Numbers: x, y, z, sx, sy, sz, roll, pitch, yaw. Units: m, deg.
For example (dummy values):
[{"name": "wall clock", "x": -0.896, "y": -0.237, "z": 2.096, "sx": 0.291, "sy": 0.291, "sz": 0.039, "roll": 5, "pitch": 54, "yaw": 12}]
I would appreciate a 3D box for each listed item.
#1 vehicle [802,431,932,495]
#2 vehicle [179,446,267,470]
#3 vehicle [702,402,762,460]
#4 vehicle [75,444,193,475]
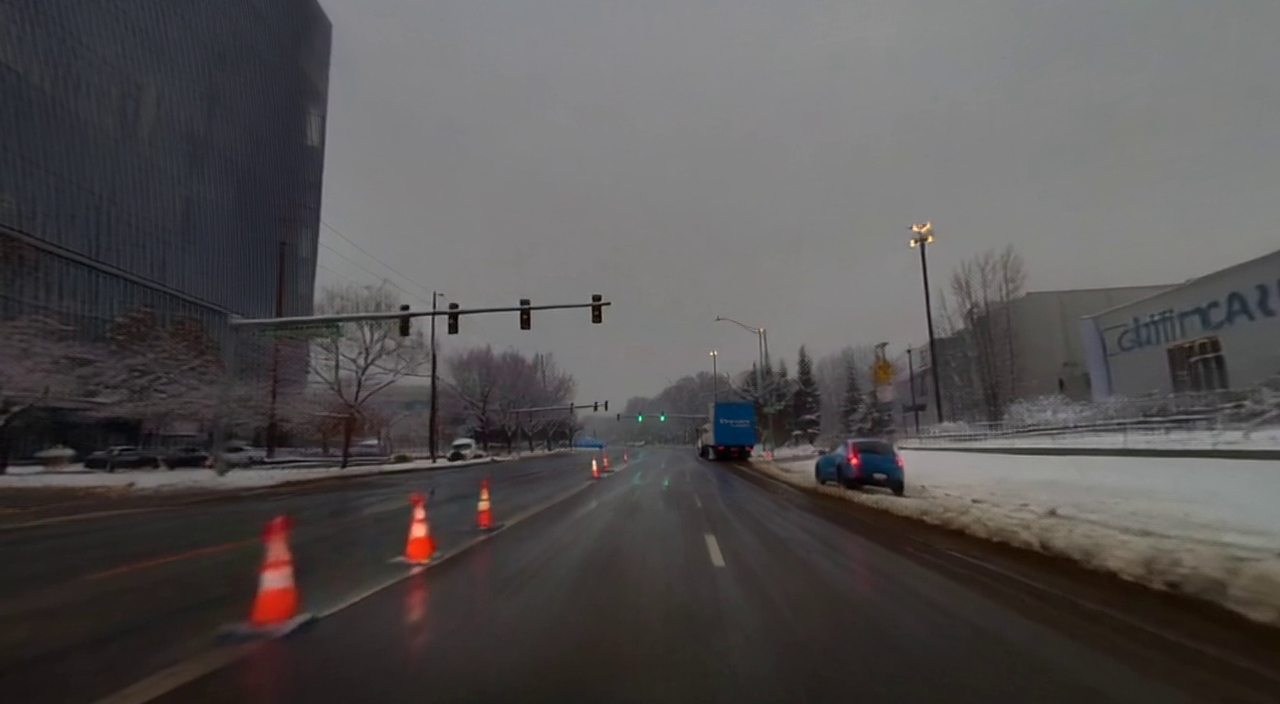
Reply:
[{"name": "vehicle", "x": 6.397, "y": 3.171, "z": 18.462, "sx": 2.098, "sy": 1.619, "sz": 4.433, "roll": 0, "pitch": -8, "yaw": -1}, {"name": "vehicle", "x": -24.446, "y": 6.237, "z": 37.119, "sx": 3.905, "sy": 1.345, "sz": 1.737, "roll": 0, "pitch": -8, "yaw": -1}, {"name": "vehicle", "x": 6.739, "y": 6.105, "z": 47.864, "sx": 3.176, "sy": 3.913, "sz": 9.805, "roll": 0, "pitch": -8, "yaw": 1}, {"name": "vehicle", "x": -25.278, "y": 5.379, "z": 31.679, "sx": 4.237, "sy": 1.490, "sz": 1.901, "roll": 0, "pitch": -8, "yaw": -2}]
